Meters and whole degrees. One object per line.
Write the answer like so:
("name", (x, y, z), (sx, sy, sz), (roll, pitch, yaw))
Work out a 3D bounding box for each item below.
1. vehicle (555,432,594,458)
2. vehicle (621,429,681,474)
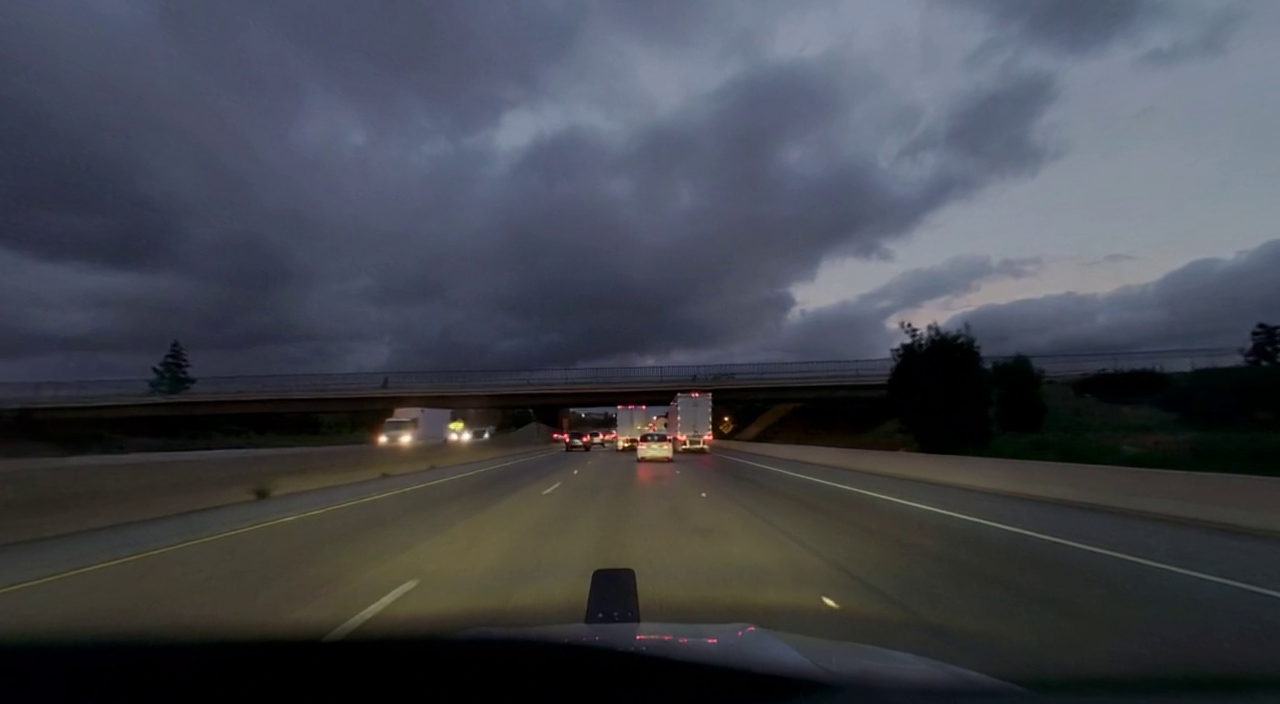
("vehicle", (-4.065, 5.805, 39.649), (1.979, 1.527, 4.754), (0, -8, -1))
("vehicle", (0.324, 3.678, 23.507), (2.059, 1.522, 3.693), (0, -8, -1))
